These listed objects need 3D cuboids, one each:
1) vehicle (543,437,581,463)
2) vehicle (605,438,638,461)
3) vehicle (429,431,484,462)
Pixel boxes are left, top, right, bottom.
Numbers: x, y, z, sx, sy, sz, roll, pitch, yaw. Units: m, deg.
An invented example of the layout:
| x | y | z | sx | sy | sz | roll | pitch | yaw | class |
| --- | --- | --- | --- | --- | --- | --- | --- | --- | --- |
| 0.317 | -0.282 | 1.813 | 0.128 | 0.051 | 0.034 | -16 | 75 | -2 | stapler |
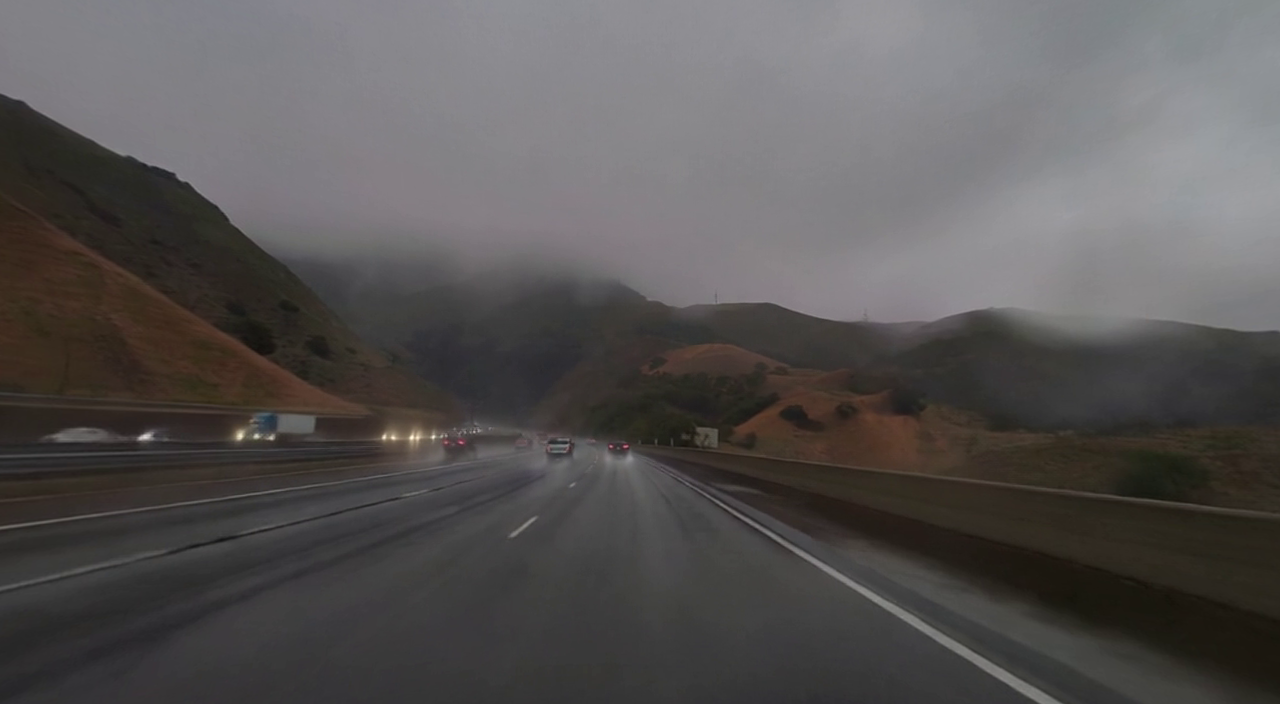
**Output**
| x | y | z | sx | sy | sz | roll | pitch | yaw | class |
| --- | --- | --- | --- | --- | --- | --- | --- | --- | --- |
| -5.105 | 6.492 | 41.658 | 2.060 | 1.631 | 4.214 | 0 | -9 | -1 | vehicle |
| -1.404 | 7.344 | 47.415 | 2.421 | 1.594 | 4.248 | 0 | -9 | -2 | vehicle |
| -12.080 | 6.281 | 41.846 | 2.219 | 1.923 | 4.985 | 0 | -9 | -1 | vehicle |
